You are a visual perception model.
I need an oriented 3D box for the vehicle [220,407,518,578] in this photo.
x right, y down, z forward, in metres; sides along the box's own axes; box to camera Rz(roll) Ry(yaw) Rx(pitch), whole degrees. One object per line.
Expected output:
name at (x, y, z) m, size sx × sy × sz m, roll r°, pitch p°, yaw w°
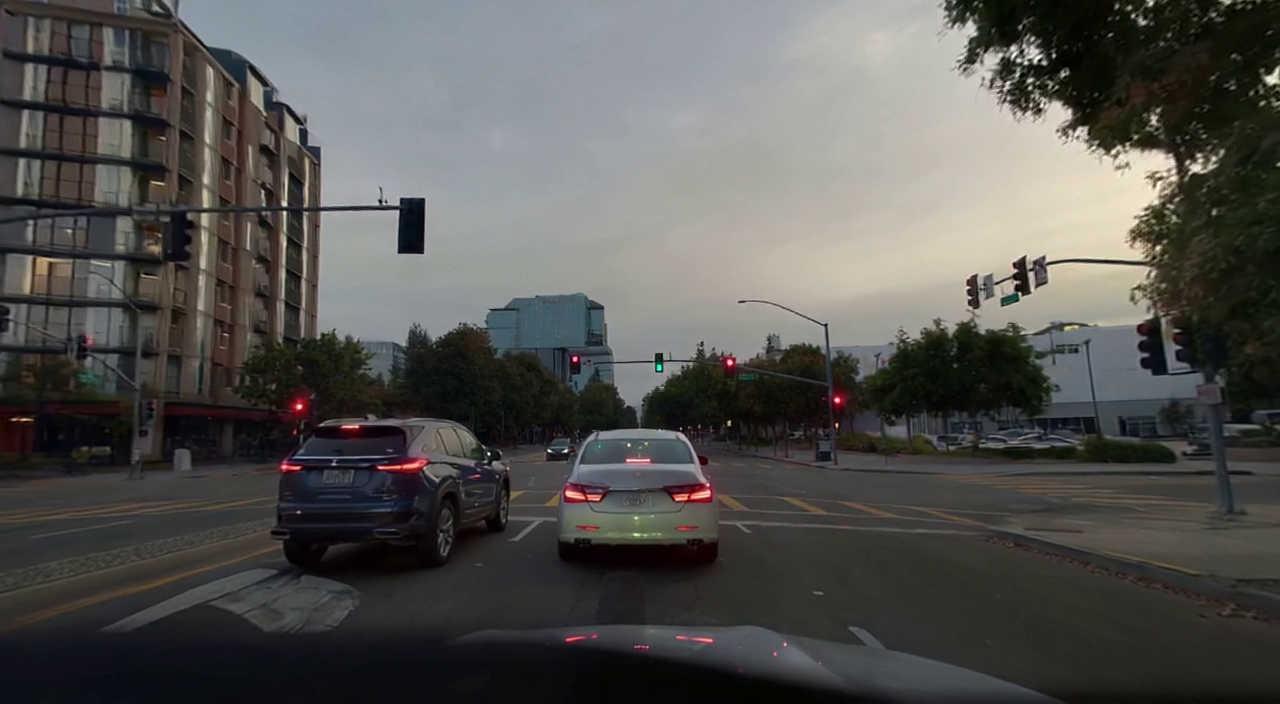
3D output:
vehicle at (-3.185, 1.753, 8.698) m, size 2.081 × 1.719 × 4.434 m, roll 0°, pitch -8°, yaw 0°

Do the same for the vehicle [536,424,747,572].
vehicle at (0.017, 1.811, 8.554) m, size 2.190 × 1.522 × 3.850 m, roll 0°, pitch -8°, yaw 0°
